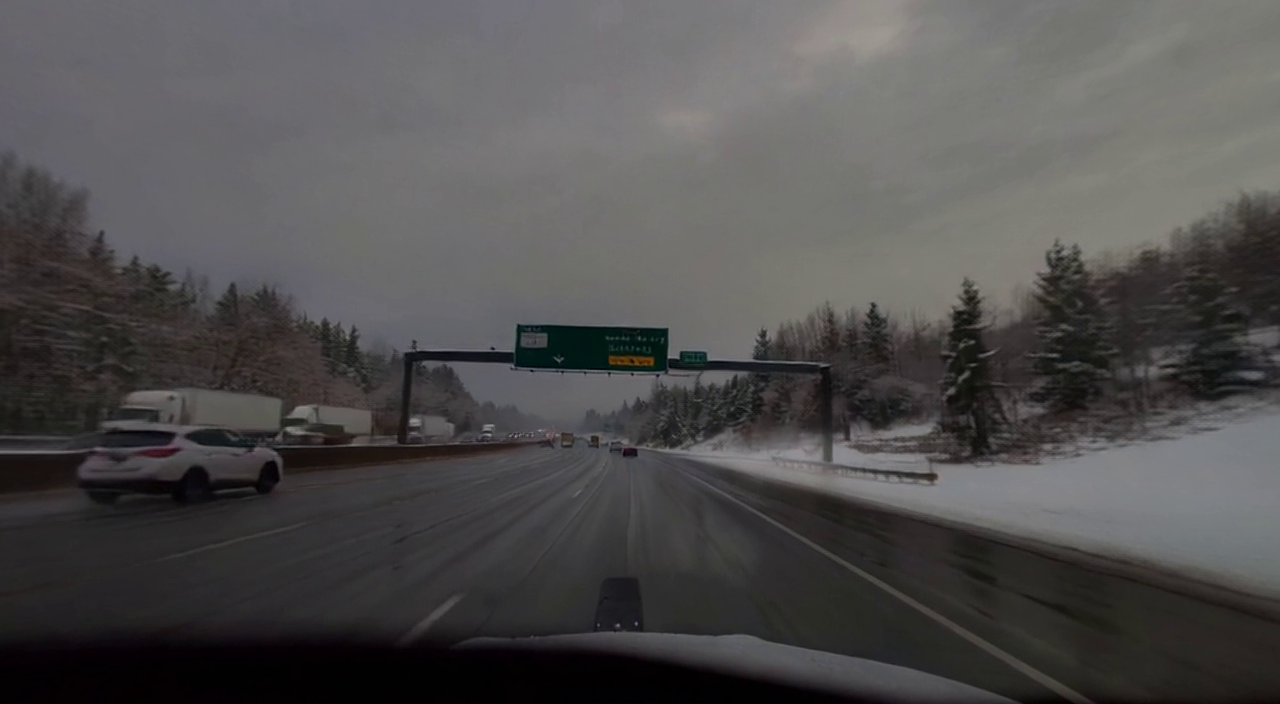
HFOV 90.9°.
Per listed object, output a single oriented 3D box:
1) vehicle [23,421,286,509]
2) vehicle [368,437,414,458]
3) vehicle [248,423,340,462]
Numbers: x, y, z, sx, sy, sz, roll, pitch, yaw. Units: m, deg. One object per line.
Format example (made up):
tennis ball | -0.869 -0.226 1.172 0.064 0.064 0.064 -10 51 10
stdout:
vehicle | -10.549 2.471 14.380 2.197 1.654 4.823 0 -8 -1
vehicle | -18.221 6.959 46.305 1.830 1.457 3.972 0 -8 -1
vehicle | -17.696 4.654 32.588 2.177 1.876 4.674 0 -8 -1
